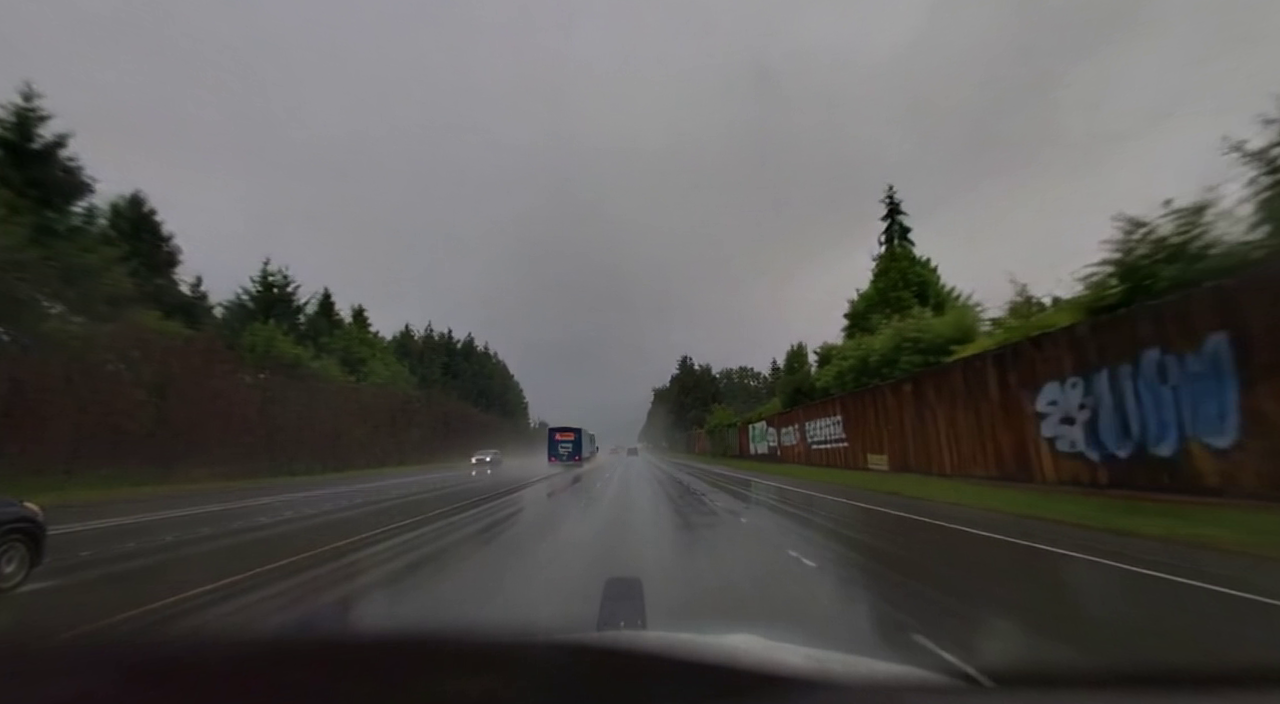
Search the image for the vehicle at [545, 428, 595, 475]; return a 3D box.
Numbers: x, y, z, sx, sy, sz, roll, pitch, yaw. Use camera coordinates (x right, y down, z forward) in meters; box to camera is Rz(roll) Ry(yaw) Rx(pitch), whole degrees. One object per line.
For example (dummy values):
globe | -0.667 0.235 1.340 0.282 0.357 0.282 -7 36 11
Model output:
vehicle | -4.014 5.878 37.172 2.305 2.517 5.486 0 -9 0
